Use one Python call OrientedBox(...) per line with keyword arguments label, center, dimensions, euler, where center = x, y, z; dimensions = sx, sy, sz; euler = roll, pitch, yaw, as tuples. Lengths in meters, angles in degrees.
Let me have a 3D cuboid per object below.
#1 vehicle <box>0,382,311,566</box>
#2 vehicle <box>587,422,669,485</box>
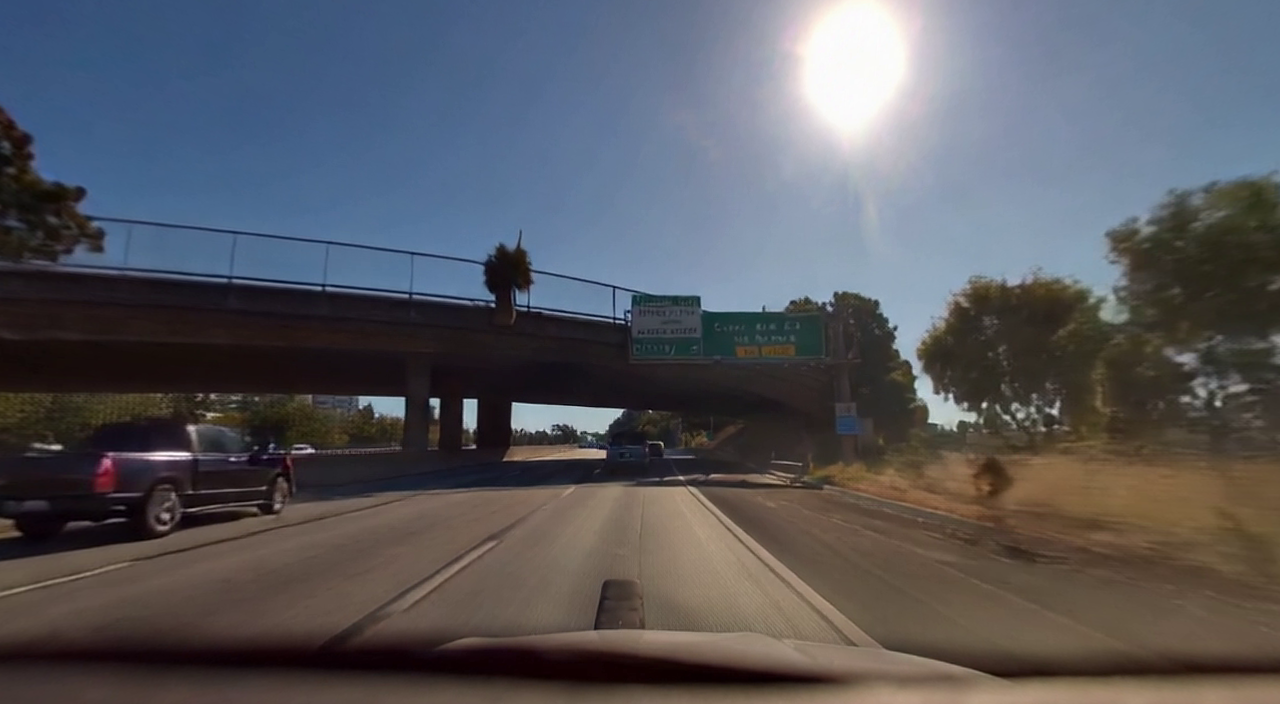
OrientedBox(label="vehicle", center=(-7.443, 1.683, 9.362), dimensions=(2.289, 1.955, 5.147), euler=(0, -9, 0))
OrientedBox(label="vehicle", center=(-0.264, 3.634, 22.769), dimensions=(2.497, 1.957, 5.432), euler=(-1, -9, 3))
